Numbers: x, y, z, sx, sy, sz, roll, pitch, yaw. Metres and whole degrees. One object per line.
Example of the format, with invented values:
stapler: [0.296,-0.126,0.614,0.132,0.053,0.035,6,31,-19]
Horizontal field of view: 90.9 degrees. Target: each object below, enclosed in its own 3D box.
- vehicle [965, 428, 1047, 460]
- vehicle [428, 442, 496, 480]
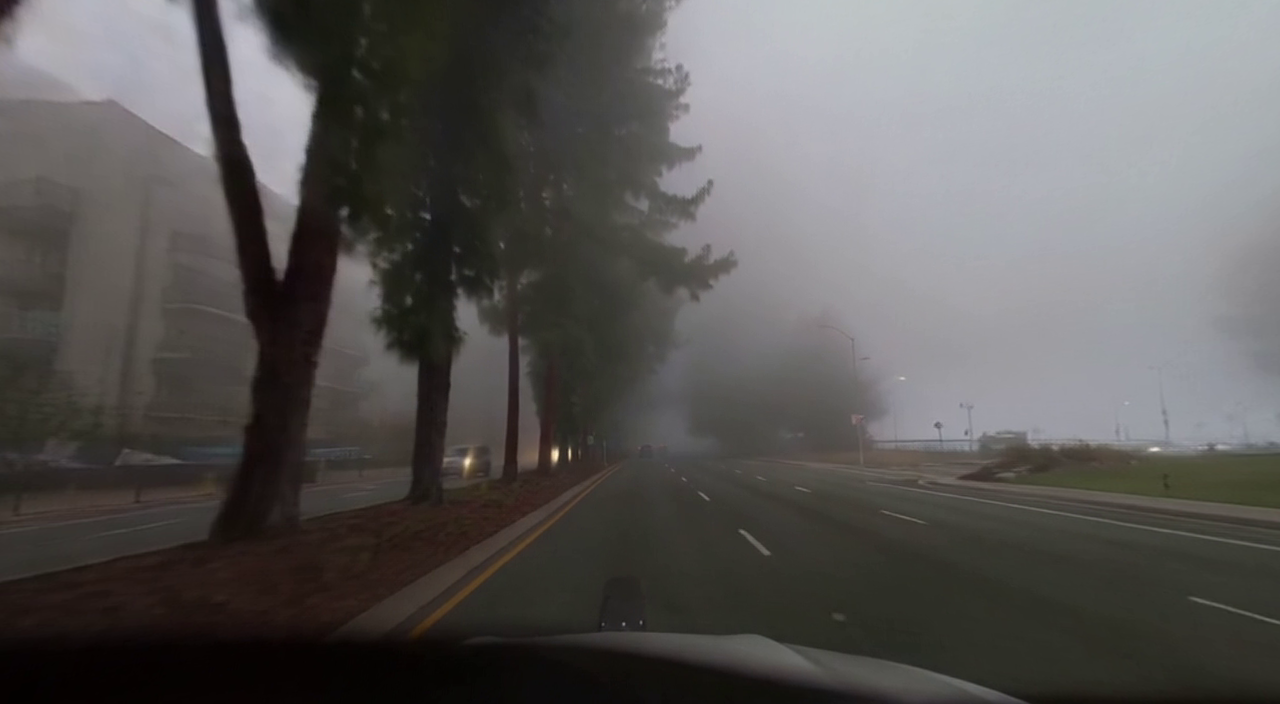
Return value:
vehicle: [28.243,7.148,48.995,2.186,2.298,5.989,1,-8,-7]
vehicle: [-8.232,5.048,29.531,1.948,1.647,4.275,0,-8,0]
